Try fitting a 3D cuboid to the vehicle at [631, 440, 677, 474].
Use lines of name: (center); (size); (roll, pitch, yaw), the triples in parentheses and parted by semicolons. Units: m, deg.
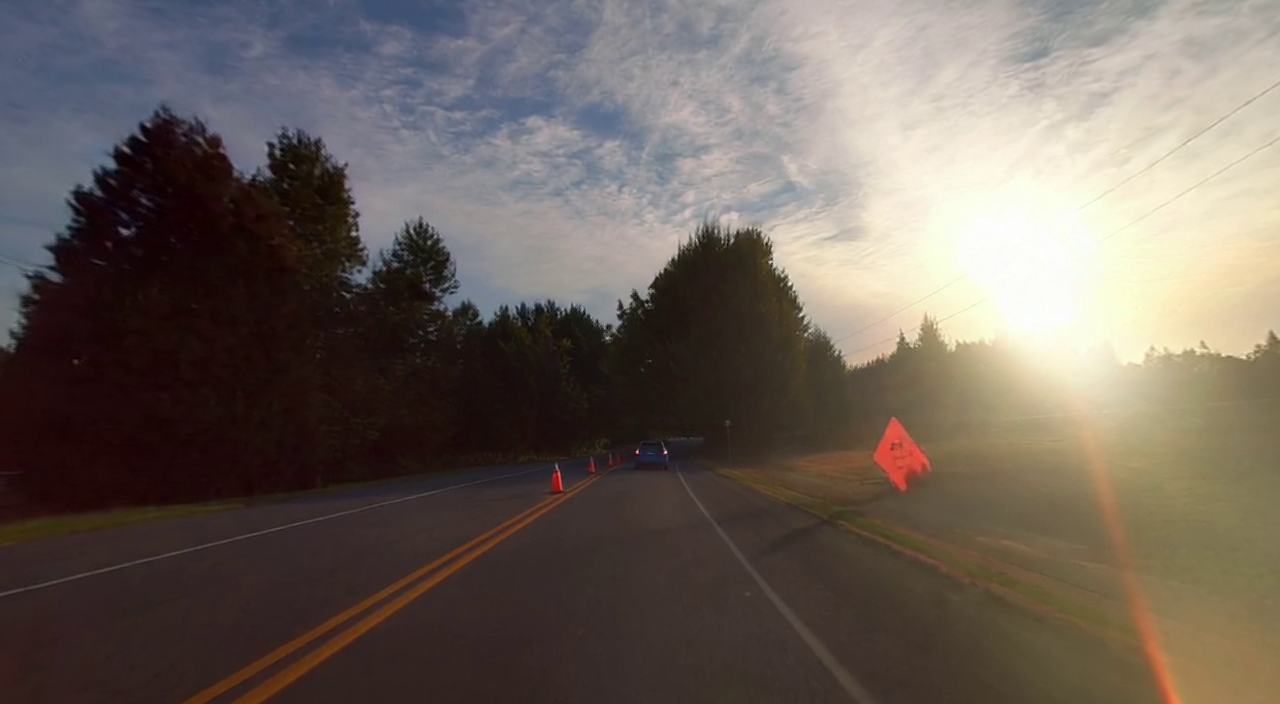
vehicle: (0.661, 4.945, 29.796); (2.042, 1.489, 3.963); (0, -9, 2)
